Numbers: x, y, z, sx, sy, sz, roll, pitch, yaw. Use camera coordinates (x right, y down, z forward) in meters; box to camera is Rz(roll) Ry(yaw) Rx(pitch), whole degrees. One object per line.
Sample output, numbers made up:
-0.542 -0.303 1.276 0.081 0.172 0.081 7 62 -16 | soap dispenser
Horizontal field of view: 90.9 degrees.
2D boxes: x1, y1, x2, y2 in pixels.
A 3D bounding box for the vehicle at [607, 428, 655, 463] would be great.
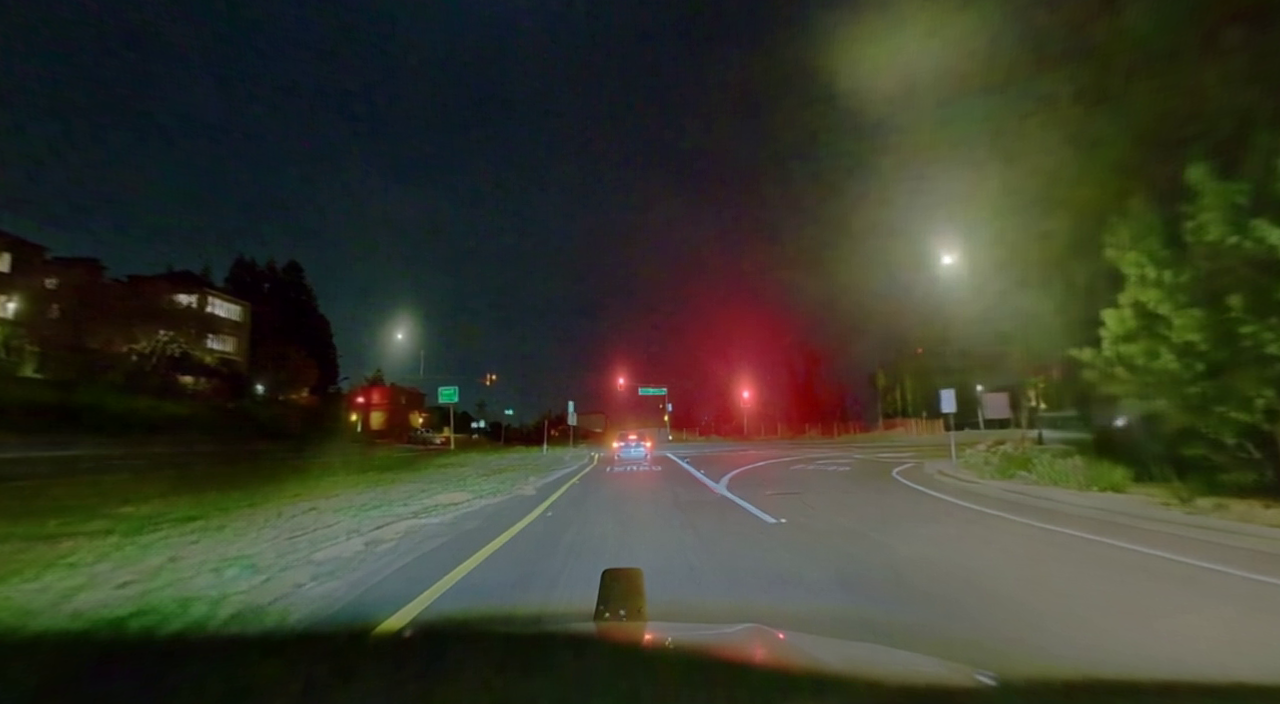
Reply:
-0.424 4.353 29.352 2.056 1.473 4.380 0 -8 -1 | vehicle
